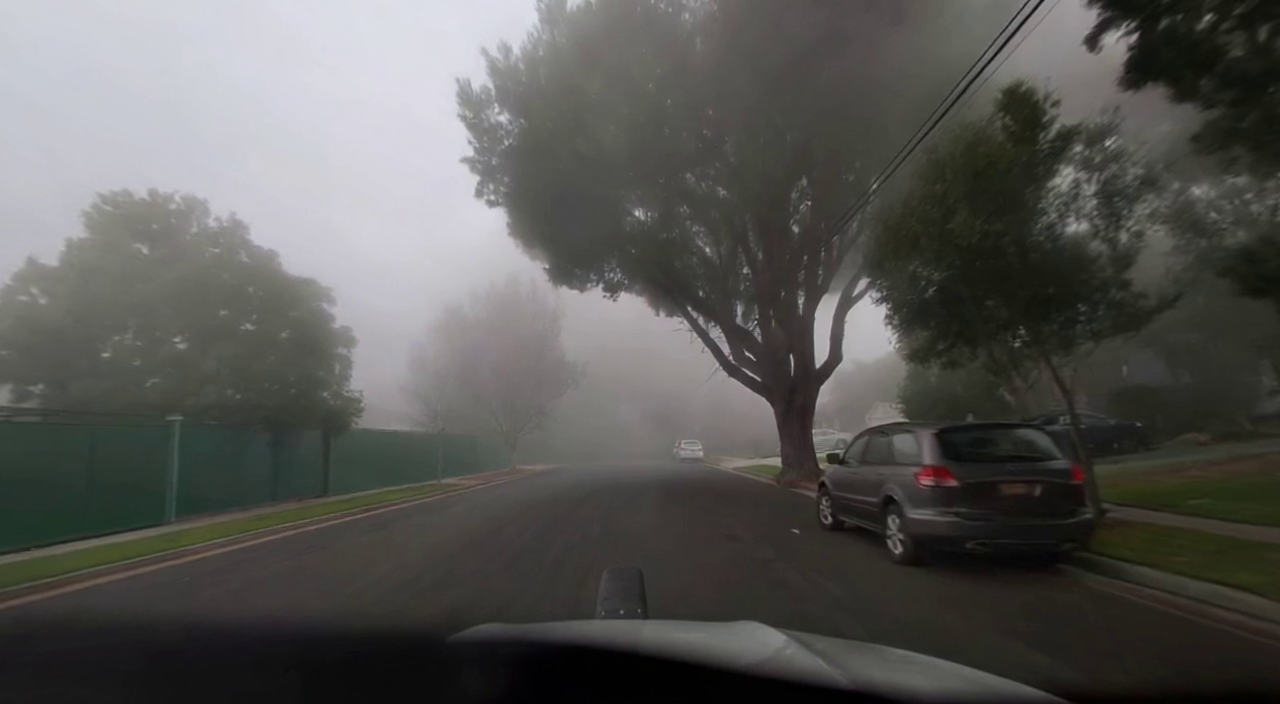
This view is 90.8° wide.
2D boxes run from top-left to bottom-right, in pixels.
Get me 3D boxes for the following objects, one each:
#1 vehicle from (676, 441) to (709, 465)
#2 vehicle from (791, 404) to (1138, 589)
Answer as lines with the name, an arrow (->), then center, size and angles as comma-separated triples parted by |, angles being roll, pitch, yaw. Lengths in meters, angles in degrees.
vehicle -> 3.910, 7.615, 47.648 | 2.122, 1.673, 4.876 | 0, -9, 1
vehicle -> 3.650, 1.740, 8.412 | 2.165, 1.688, 4.642 | -2, -9, 1
